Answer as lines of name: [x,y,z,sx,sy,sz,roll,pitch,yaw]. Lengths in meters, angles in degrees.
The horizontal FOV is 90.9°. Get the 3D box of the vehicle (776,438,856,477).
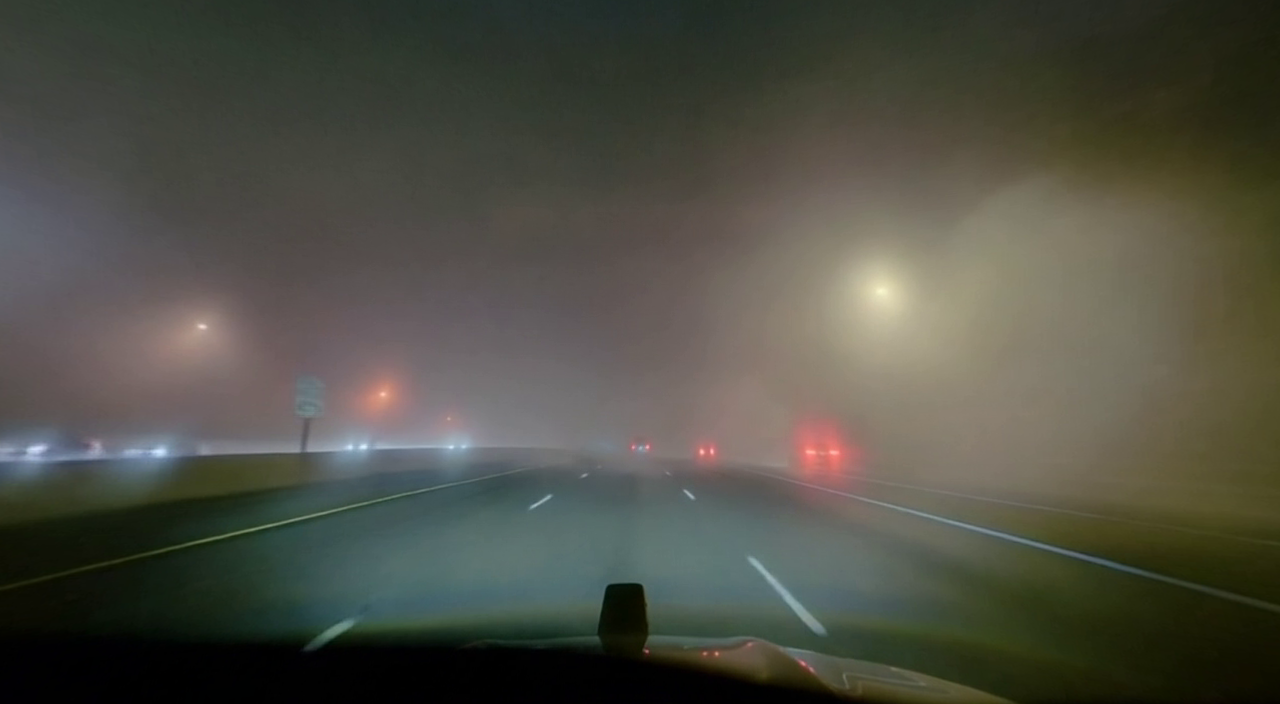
vehicle: [7.560,4.572,27.603,2.031,1.524,4.657,1,-8,-2]

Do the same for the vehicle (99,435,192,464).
vehicle: [-29.840,5.891,38.244,1.953,1.664,4.513,0,-8,0]

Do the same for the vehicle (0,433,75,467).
vehicle: [-33.874,5.317,34.345,2.000,1.707,4.481,0,-8,-1]
